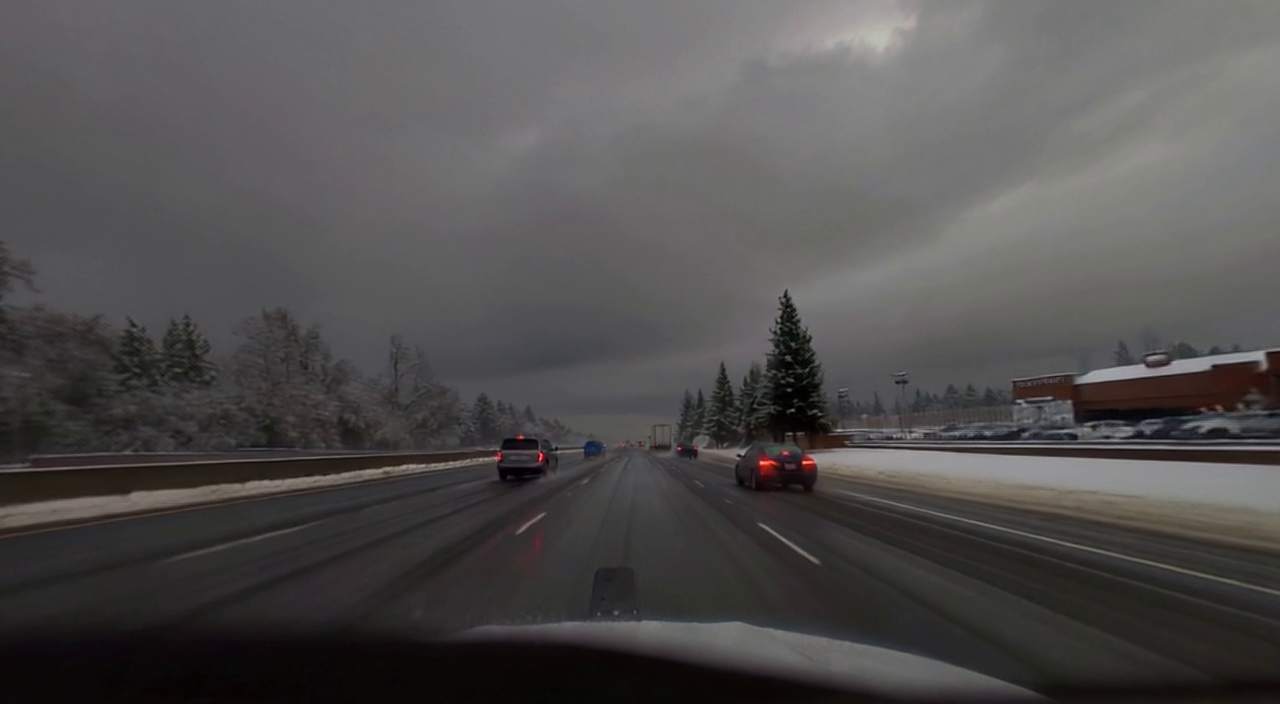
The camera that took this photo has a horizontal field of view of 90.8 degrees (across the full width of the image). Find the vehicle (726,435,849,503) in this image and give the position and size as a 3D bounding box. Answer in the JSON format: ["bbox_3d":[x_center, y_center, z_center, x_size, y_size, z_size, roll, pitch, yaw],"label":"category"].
[{"bbox_3d":[3.641,2.982,16.564,1.957,1.510,4.643,0,-8,-2],"label":"vehicle"}]

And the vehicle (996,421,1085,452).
[{"bbox_3d":[27.650,5.948,43.920,2.212,1.977,5.953,-1,-9,-1],"label":"vehicle"}]

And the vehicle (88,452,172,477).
[{"bbox_3d":[-31.127,6.849,38.712,1.729,1.438,4.151,0,-8,-1],"label":"vehicle"}]

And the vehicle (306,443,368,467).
[{"bbox_3d":[-21.345,7.268,44.689,2.041,1.617,4.749,0,-8,0],"label":"vehicle"}]

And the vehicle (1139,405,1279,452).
[{"bbox_3d":[27.622,3.763,30.429,2.031,1.963,6.154,-2,-9,-1],"label":"vehicle"}]

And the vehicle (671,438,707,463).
[{"bbox_3d":[3.667,7.453,47.849,2.198,1.807,4.530,0,-8,-2],"label":"vehicle"}]

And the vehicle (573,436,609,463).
[{"bbox_3d":[-3.797,7.726,49.966,2.410,1.981,5.355,0,-8,0],"label":"vehicle"}]

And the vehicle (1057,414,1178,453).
[{"bbox_3d":[27.764,4.876,37.130,2.054,2.041,6.354,-1,-9,-1],"label":"vehicle"}]

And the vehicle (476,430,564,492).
[{"bbox_3d":[-3.776,3.527,20.765,1.987,1.765,4.508,0,-8,0],"label":"vehicle"}]
